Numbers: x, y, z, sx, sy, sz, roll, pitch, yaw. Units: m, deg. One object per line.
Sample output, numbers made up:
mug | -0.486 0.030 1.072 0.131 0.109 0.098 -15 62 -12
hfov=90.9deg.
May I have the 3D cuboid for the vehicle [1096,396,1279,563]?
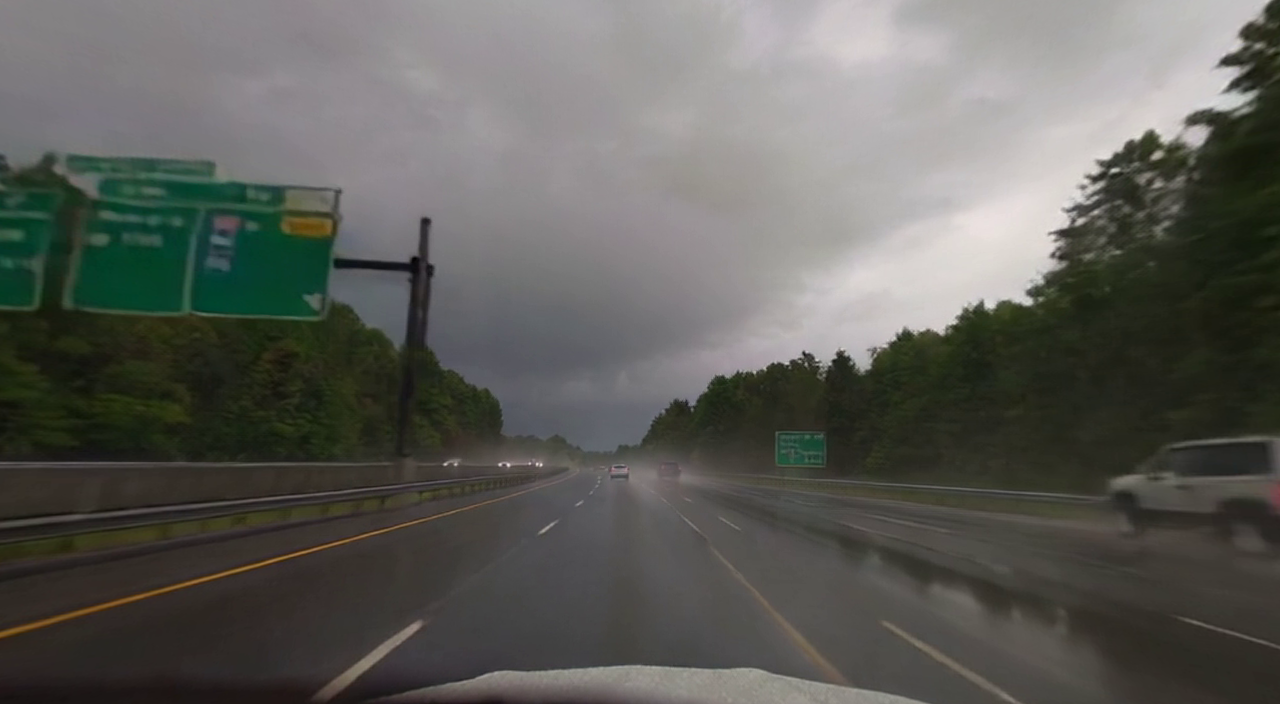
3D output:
vehicle | 11.774 2.270 11.228 2.398 2.721 6.295 1 -10 -1
